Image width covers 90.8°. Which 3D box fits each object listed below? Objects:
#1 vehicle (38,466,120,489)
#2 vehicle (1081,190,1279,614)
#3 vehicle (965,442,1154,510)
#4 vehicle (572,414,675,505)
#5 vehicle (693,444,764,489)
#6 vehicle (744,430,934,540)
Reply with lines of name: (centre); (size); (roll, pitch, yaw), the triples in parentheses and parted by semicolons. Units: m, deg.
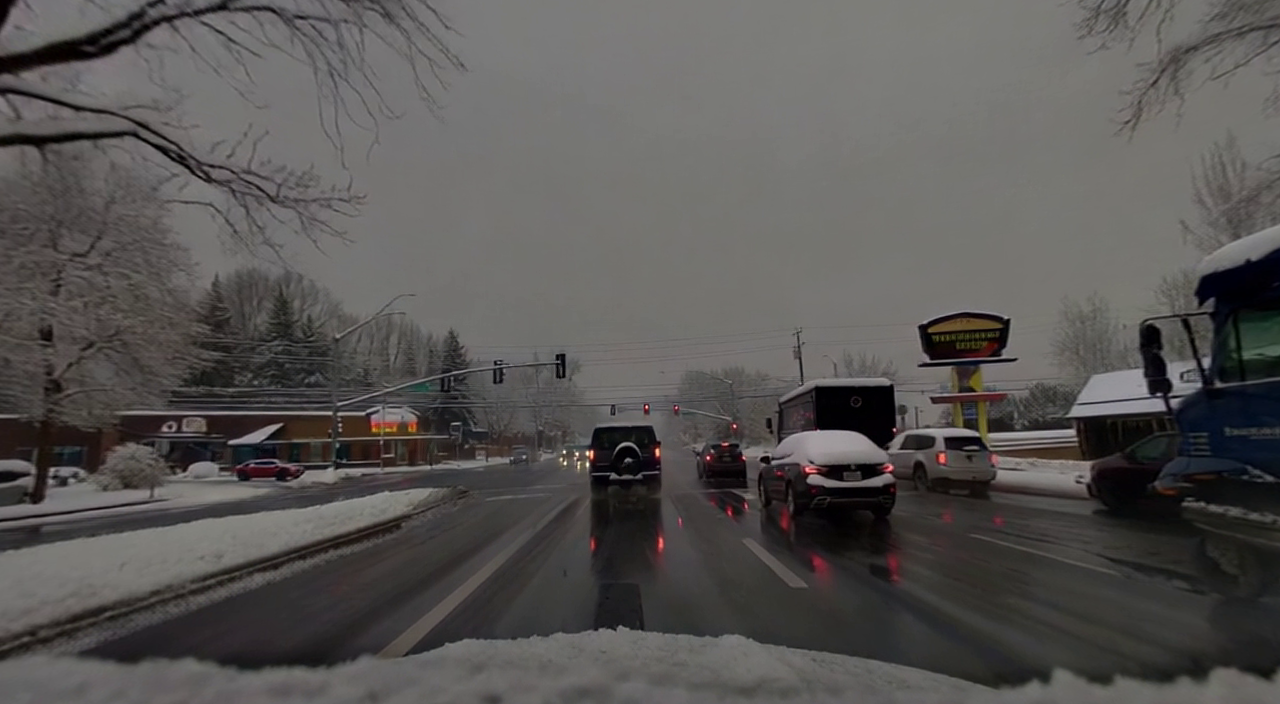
vehicle: (-38.150, 8.514, 43.002); (4.150, 1.474, 1.826); (-2, -10, 9)
vehicle: (6.474, 0.138, 3.339); (2.802, 3.322, 7.429); (0, -9, 0)
vehicle: (10.413, 3.079, 16.184); (1.768, 1.472, 4.350); (0, -9, -1)
vehicle: (-0.433, 3.007, 18.004); (2.499, 2.183, 5.111); (0, -9, -1)
vehicle: (3.144, 4.162, 23.363); (1.922, 1.483, 4.436); (0, -9, -1)
vehicle: (3.335, 2.331, 11.822); (1.905, 1.587, 4.998); (0, -9, 0)
